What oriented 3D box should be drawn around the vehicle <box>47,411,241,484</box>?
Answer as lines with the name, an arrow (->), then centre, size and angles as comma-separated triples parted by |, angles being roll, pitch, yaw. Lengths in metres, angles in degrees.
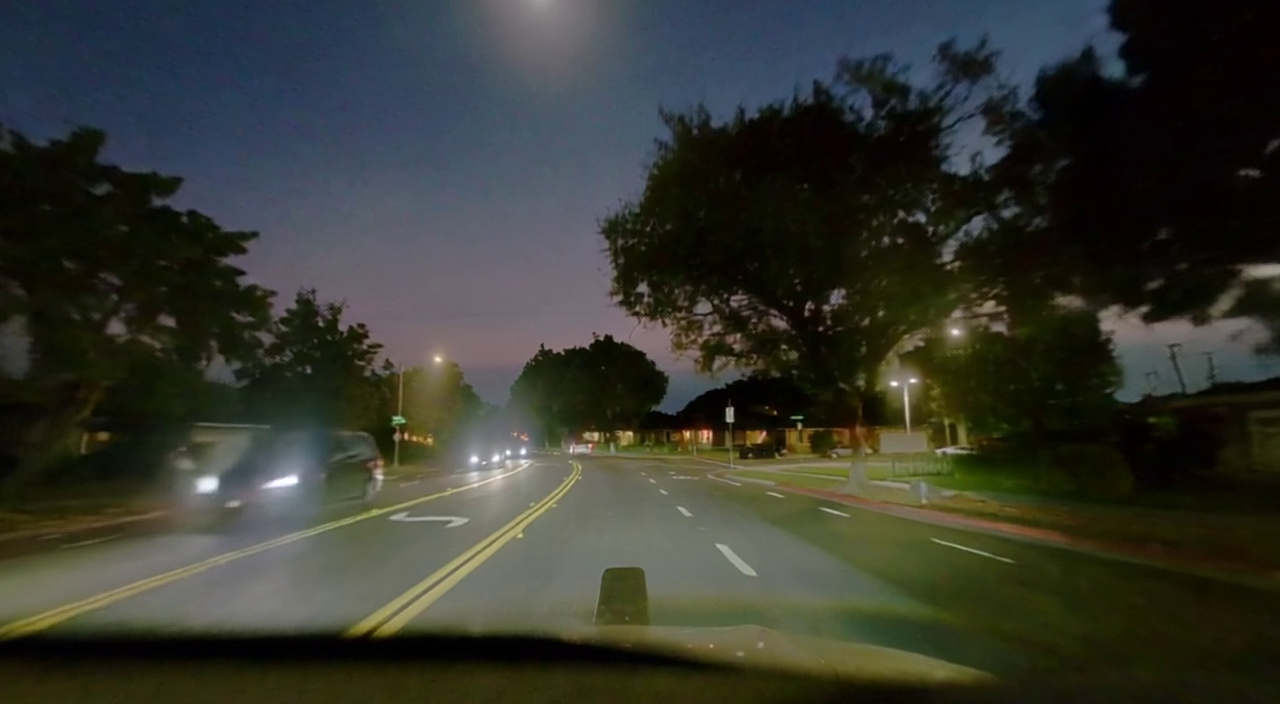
vehicle -> -20.261, 3.887, 25.883 | 6.474, 2.781, 2.364 | -1, -9, 11

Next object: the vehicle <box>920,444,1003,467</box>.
vehicle -> 21.808, 7.022, 42.884 | 4.607, 1.481, 1.884 | -1, -9, 10

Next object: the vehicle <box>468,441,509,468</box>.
vehicle -> -9.329, 6.344, 39.169 | 1.910, 1.538, 4.478 | 0, -8, -7

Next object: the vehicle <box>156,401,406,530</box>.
vehicle -> -6.717, 2.201, 12.675 | 2.281, 2.069, 4.797 | 0, -9, -2
